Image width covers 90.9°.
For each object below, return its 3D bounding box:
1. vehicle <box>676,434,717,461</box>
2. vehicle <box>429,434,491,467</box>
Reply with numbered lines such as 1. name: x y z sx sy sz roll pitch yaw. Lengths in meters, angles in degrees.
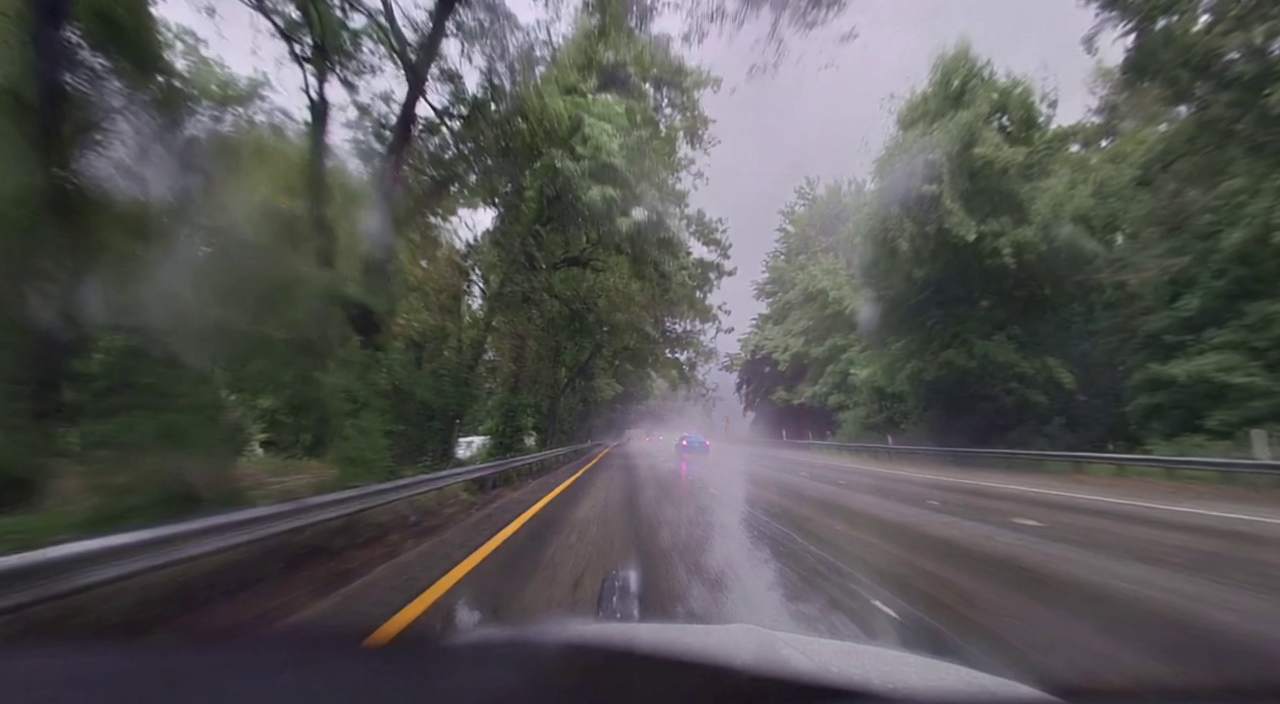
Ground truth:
1. vehicle: 3.336 5.710 37.934 2.017 1.502 4.369 0 -8 -1
2. vehicle: -9.200 5.045 32.554 1.973 1.593 4.516 0 -8 -1
